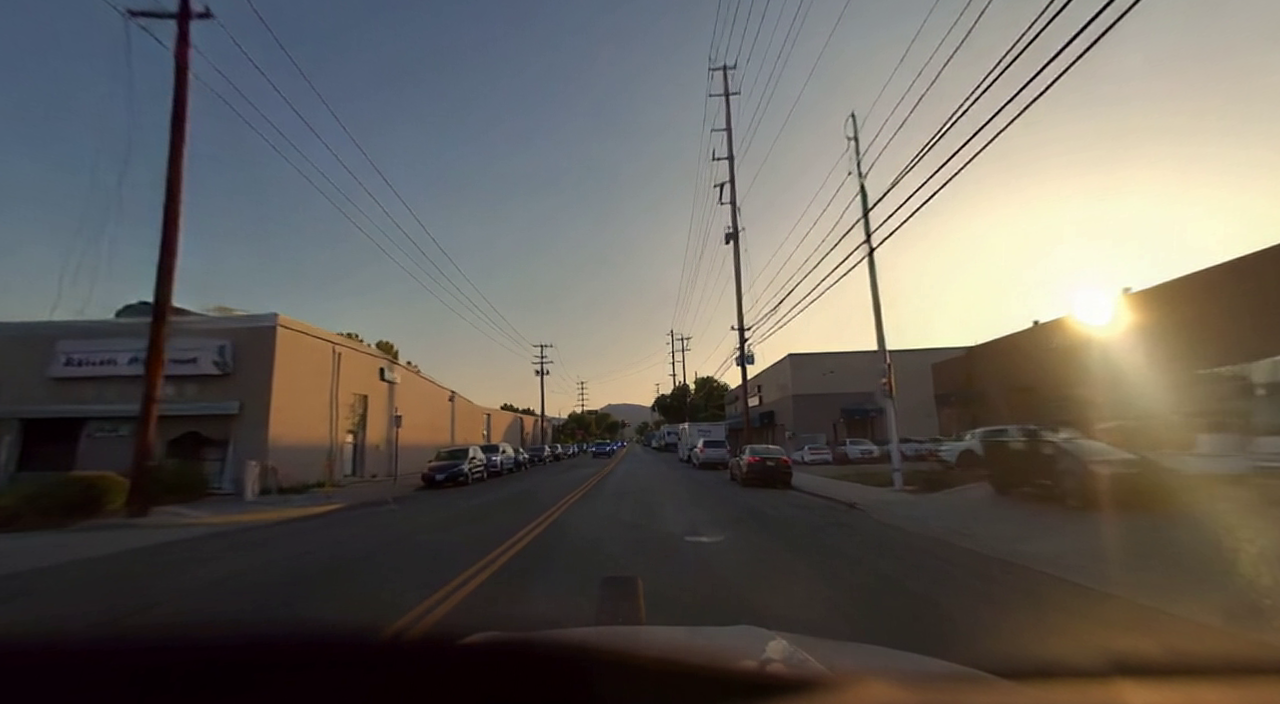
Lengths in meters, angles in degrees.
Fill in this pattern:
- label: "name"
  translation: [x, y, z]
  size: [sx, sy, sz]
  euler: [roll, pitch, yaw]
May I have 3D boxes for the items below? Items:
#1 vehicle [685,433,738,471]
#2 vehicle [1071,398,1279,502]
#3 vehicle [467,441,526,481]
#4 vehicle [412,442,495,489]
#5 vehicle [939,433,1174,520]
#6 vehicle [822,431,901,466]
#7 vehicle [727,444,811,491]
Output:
- label: "vehicle"
  translation: [3.974, 5.695, 36.192]
  size: [2.218, 1.956, 5.916]
  euler: [0, -8, -1]
- label: "vehicle"
  translation: [12.754, 2.041, 13.469]
  size: [5.648, 1.973, 2.222]
  euler: [0, -8, -6]
- label: "vehicle"
  translation: [-7.338, 5.592, 32.785]
  size: [1.933, 1.754, 4.514]
  euler: [-3, -7, 1]
- label: "vehicle"
  translation: [-7.685, 4.705, 26.546]
  size: [2.194, 1.775, 4.482]
  euler: [0, -8, -1]
- label: "vehicle"
  translation: [8.273, 2.477, 13.191]
  size: [1.973, 1.485, 4.377]
  euler: [-1, -8, 1]
- label: "vehicle"
  translation: [12.073, 5.329, 34.814]
  size: [1.965, 1.705, 4.677]
  euler: [0, -8, -10]
- label: "vehicle"
  translation: [4.361, 3.945, 22.093]
  size: [1.919, 1.453, 4.425]
  euler: [0, -8, -1]
